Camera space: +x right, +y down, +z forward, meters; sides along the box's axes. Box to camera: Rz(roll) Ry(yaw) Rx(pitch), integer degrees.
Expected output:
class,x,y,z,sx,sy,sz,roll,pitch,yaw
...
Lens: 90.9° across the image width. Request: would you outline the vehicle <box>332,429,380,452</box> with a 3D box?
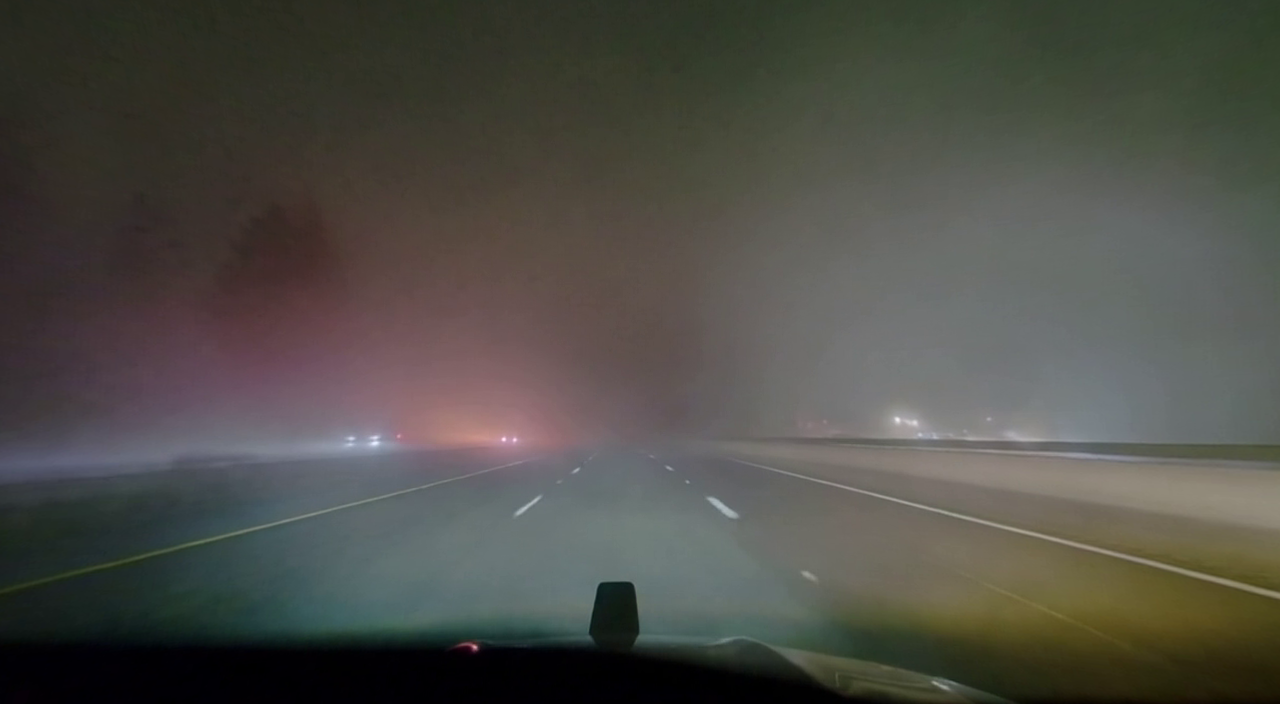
class,x,y,z,sx,sy,sz,roll,pitch,yaw
vehicle,-22.068,6.865,49.175,1.898,1.708,4.298,1,-8,-3
